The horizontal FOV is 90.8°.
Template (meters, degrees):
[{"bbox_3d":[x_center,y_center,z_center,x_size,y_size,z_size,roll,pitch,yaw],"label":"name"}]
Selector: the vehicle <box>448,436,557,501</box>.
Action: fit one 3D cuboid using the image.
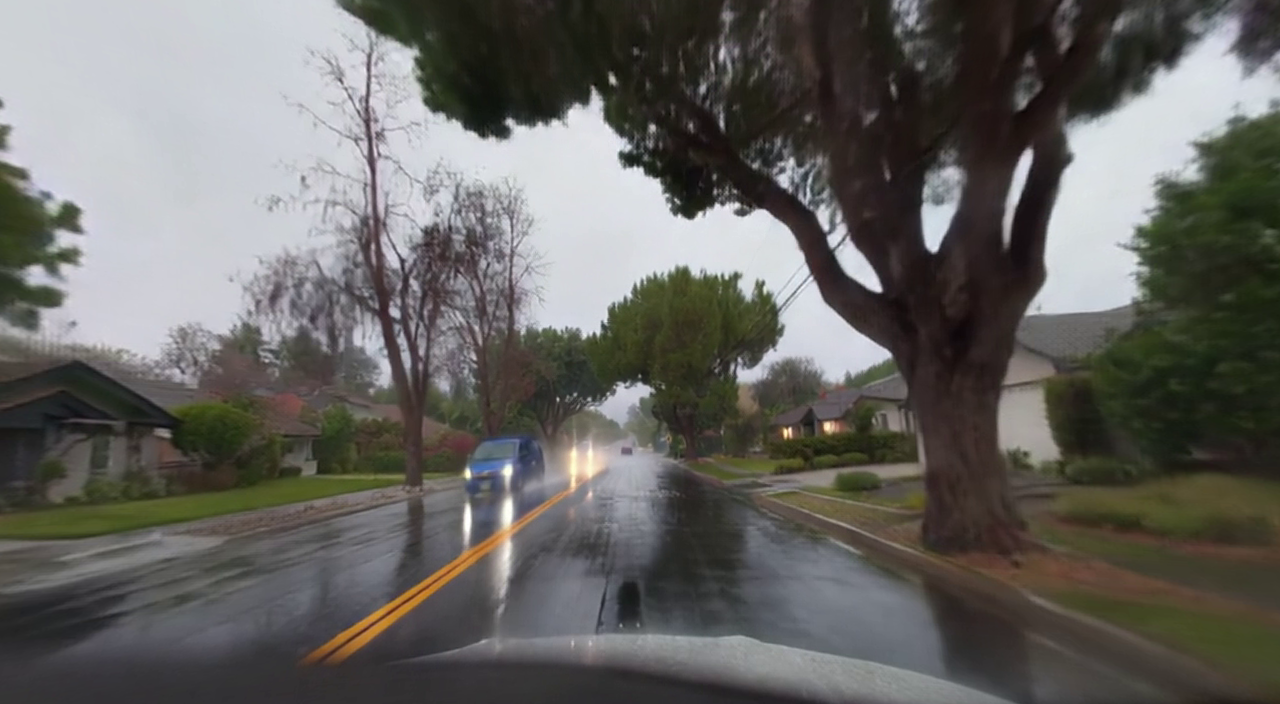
[{"bbox_3d":[-4.306,3.756,20.901,2.303,1.813,5.660,0,-8,0],"label":"vehicle"}]
